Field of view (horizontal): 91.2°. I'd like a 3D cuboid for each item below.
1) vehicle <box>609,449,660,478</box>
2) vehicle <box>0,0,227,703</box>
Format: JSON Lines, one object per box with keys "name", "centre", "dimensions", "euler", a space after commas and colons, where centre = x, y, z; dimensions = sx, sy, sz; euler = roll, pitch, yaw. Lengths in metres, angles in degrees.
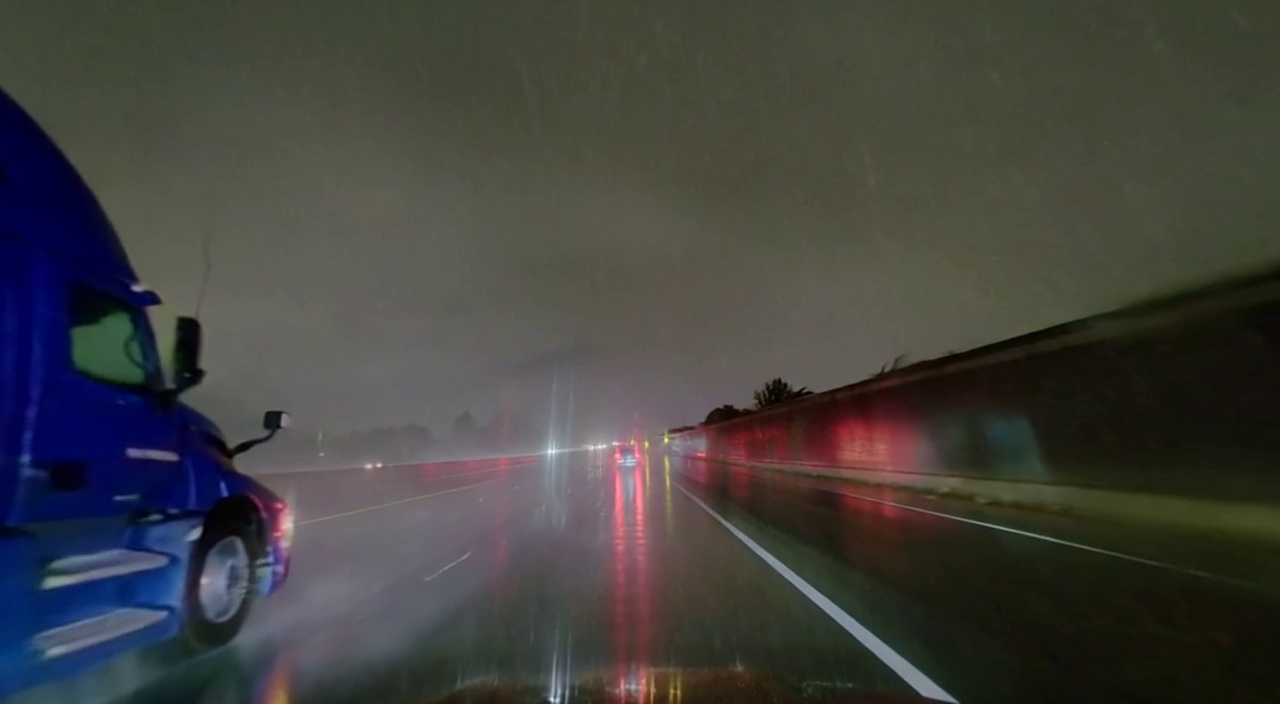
{"name": "vehicle", "centre": [-0.324, 5.692, 32.315], "dimensions": [2.398, 1.336, 5.698], "euler": [0, -9, -1]}
{"name": "vehicle", "centre": [-4.160, -0.095, 2.583], "dimensions": [3.036, 3.291, 2.419], "euler": [0, -9, -2]}
